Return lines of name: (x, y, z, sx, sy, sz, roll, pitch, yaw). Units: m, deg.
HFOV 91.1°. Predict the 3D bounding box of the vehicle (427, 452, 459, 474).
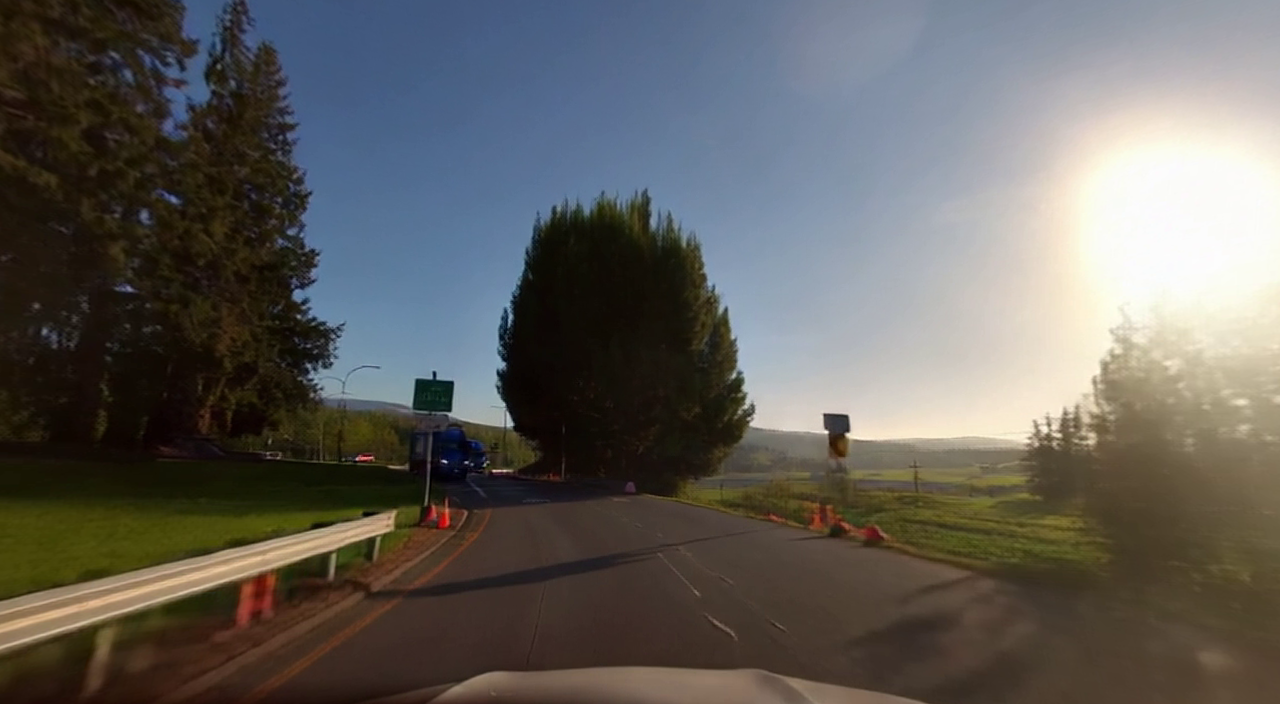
vehicle: (-15.048, 8.488, 47.826, 2.039, 1.536, 3.648, 4, -11, -19)
